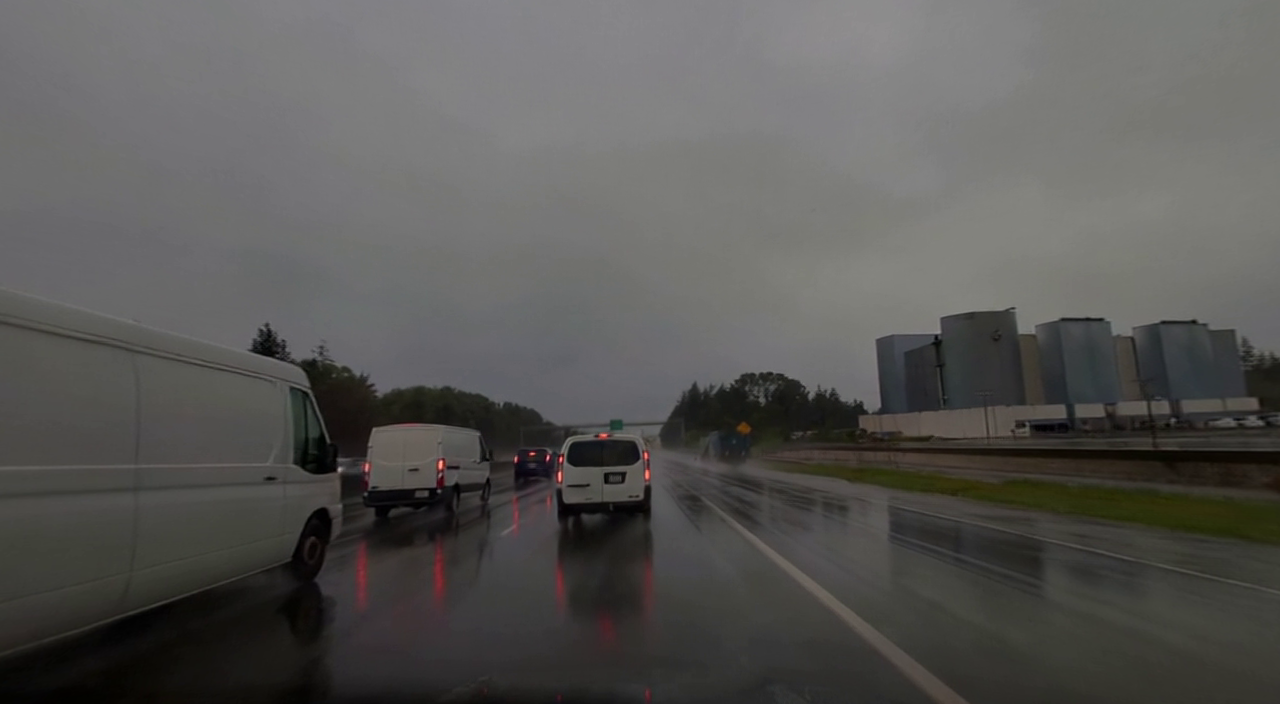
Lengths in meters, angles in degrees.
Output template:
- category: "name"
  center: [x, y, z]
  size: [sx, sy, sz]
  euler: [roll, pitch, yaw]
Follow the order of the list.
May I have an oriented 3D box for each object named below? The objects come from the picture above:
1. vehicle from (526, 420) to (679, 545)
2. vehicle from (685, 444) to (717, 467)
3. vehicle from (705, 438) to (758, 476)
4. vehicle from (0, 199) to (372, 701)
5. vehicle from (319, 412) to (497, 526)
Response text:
- category: "vehicle"
  center: [-0.520, 2.097, 10.645]
  size: [2.093, 1.695, 3.782]
  euler: [0, -9, 0]
- category: "vehicle"
  center: [4.303, 7.401, 45.180]
  size: [1.874, 1.512, 3.723]
  euler: [0, -9, -1]
- category: "vehicle"
  center: [4.501, 5.230, 31.646]
  size: [2.003, 1.754, 4.134]
  euler: [0, -9, -1]
- category: "vehicle"
  center: [-4.505, 0.677, 4.341]
  size: [2.248, 2.626, 6.837]
  euler: [0, -9, 0]
- category: "vehicle"
  center: [-4.598, 2.401, 13.397]
  size: [2.043, 1.987, 4.486]
  euler: [0, -9, 0]
